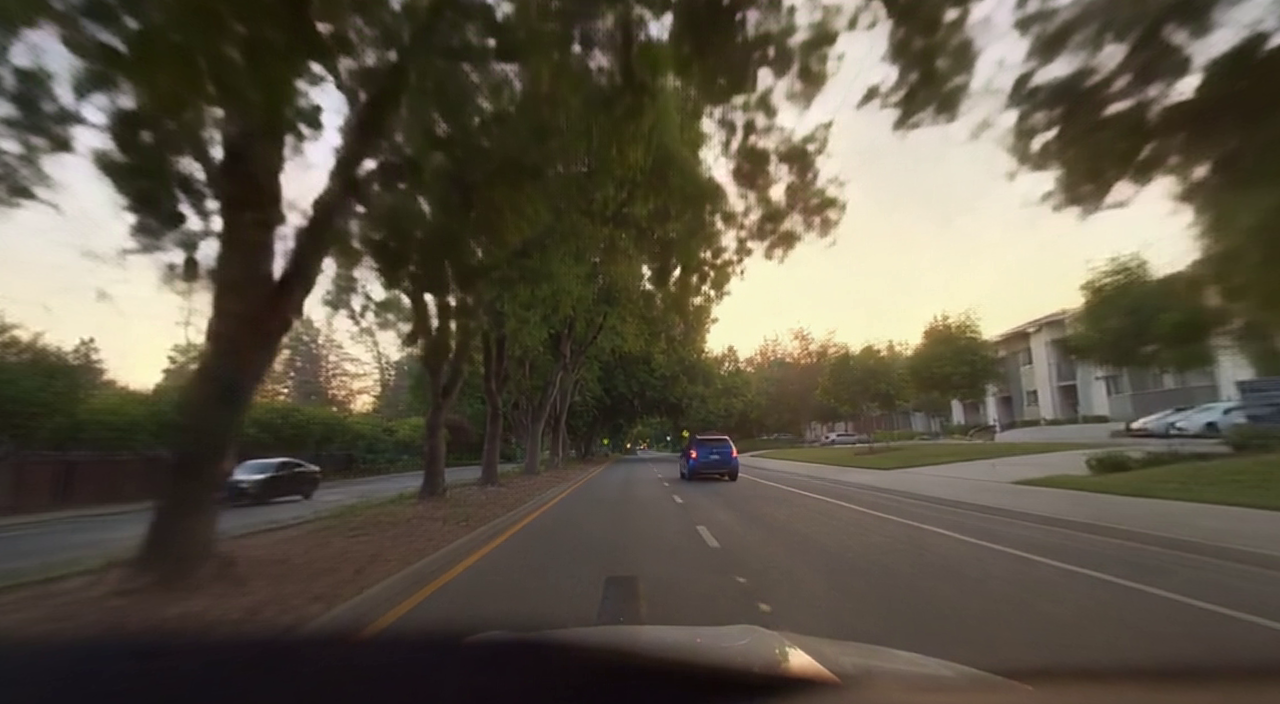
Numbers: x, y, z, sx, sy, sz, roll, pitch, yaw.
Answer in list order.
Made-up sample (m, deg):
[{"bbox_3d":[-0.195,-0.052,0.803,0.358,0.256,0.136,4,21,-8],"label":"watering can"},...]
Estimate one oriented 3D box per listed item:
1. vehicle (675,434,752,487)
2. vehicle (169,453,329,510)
[{"bbox_3d":[2.523,3.865,22.860,2.164,1.725,4.285,0,-8,-1],"label":"vehicle"},{"bbox_3d":[-11.792,3.910,19.538,1.968,1.476,4.631,0,-8,0],"label":"vehicle"}]
